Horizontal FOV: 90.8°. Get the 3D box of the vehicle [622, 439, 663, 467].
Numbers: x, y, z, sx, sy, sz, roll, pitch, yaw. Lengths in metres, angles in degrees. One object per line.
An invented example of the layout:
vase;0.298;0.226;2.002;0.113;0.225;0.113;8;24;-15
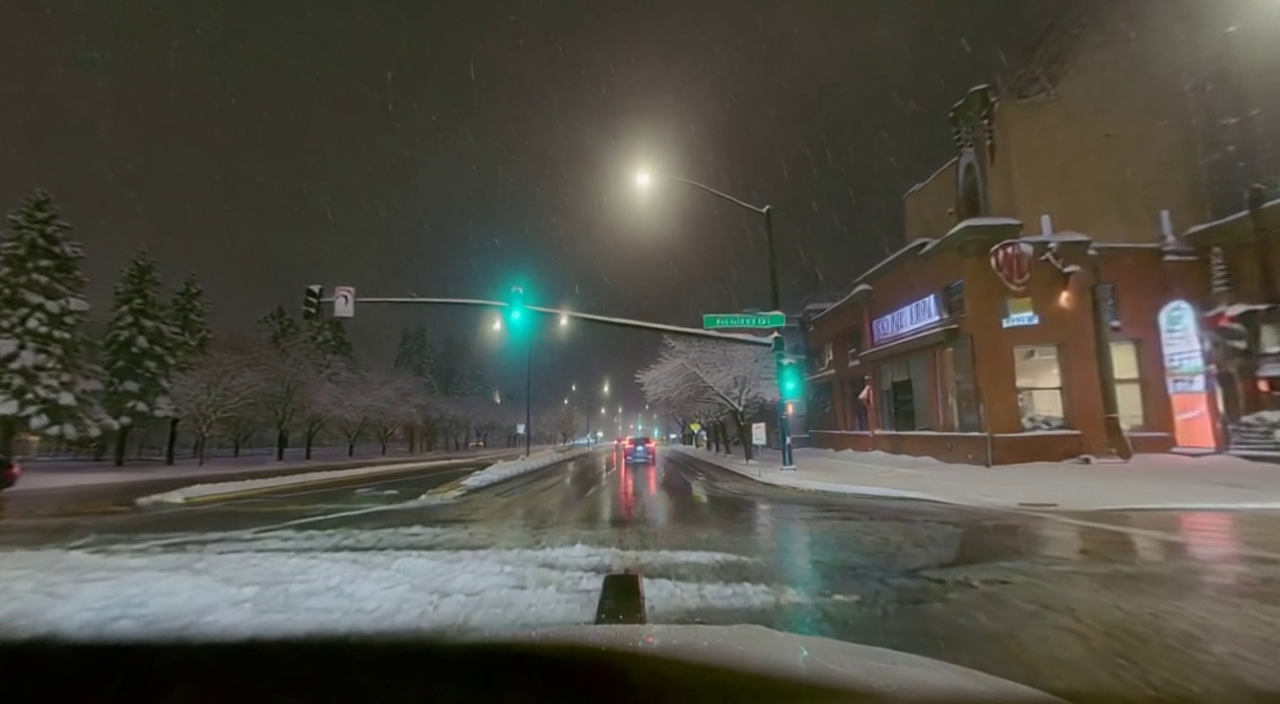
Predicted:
vehicle;0.142;5.576;35.212;2.115;1.461;3.976;0;-8;1
